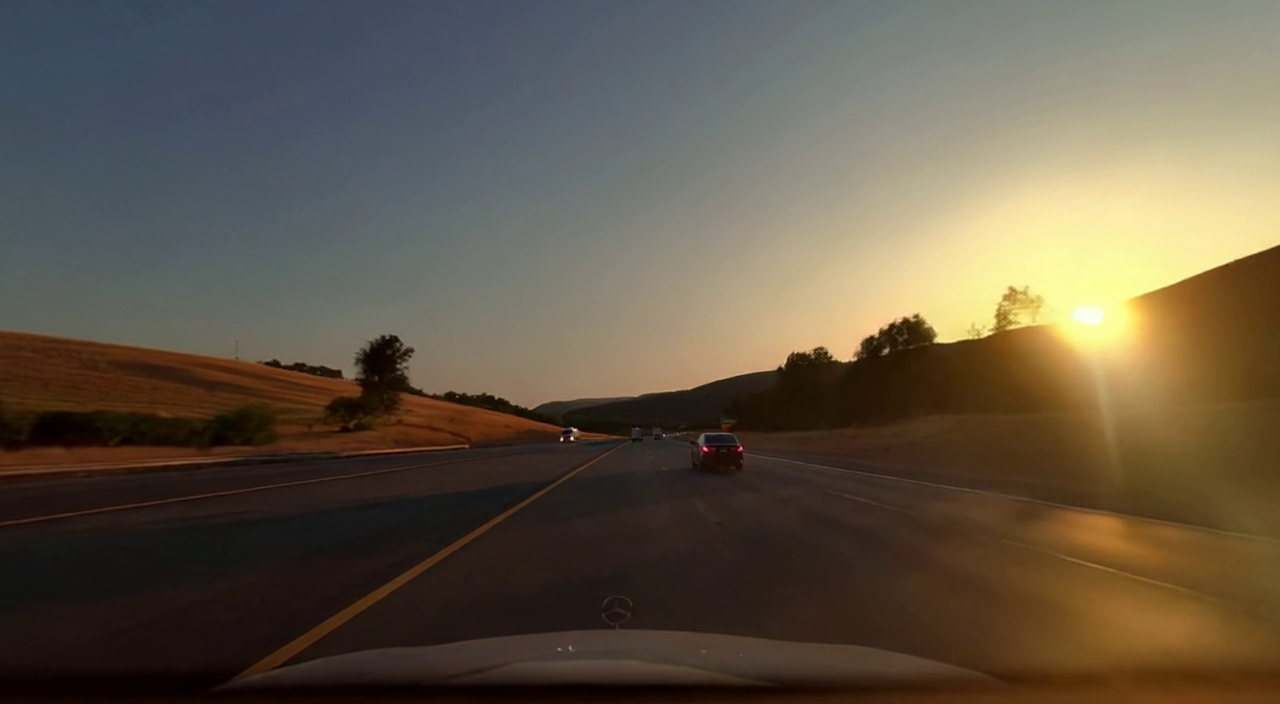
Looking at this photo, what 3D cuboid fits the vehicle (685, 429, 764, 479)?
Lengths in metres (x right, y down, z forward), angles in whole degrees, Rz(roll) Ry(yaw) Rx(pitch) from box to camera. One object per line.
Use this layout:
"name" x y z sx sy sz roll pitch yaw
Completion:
"vehicle" 2.825 3.528 22.090 2.084 1.583 4.420 0 -8 -1
